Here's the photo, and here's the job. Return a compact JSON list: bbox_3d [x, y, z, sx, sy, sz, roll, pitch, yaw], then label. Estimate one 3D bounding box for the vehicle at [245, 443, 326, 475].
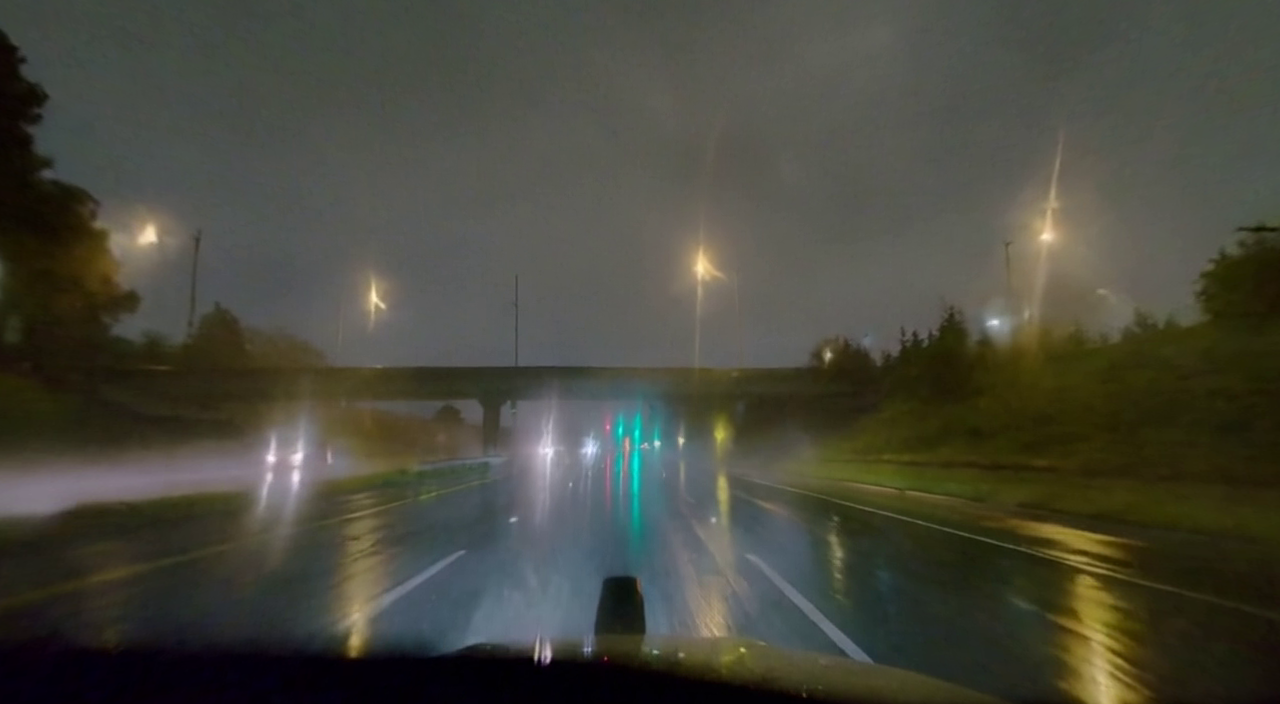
[{"bbox_3d":[-21.778,6.580,39.114,2.145,1.860,4.909,0,-9,0],"label":"vehicle"}]
